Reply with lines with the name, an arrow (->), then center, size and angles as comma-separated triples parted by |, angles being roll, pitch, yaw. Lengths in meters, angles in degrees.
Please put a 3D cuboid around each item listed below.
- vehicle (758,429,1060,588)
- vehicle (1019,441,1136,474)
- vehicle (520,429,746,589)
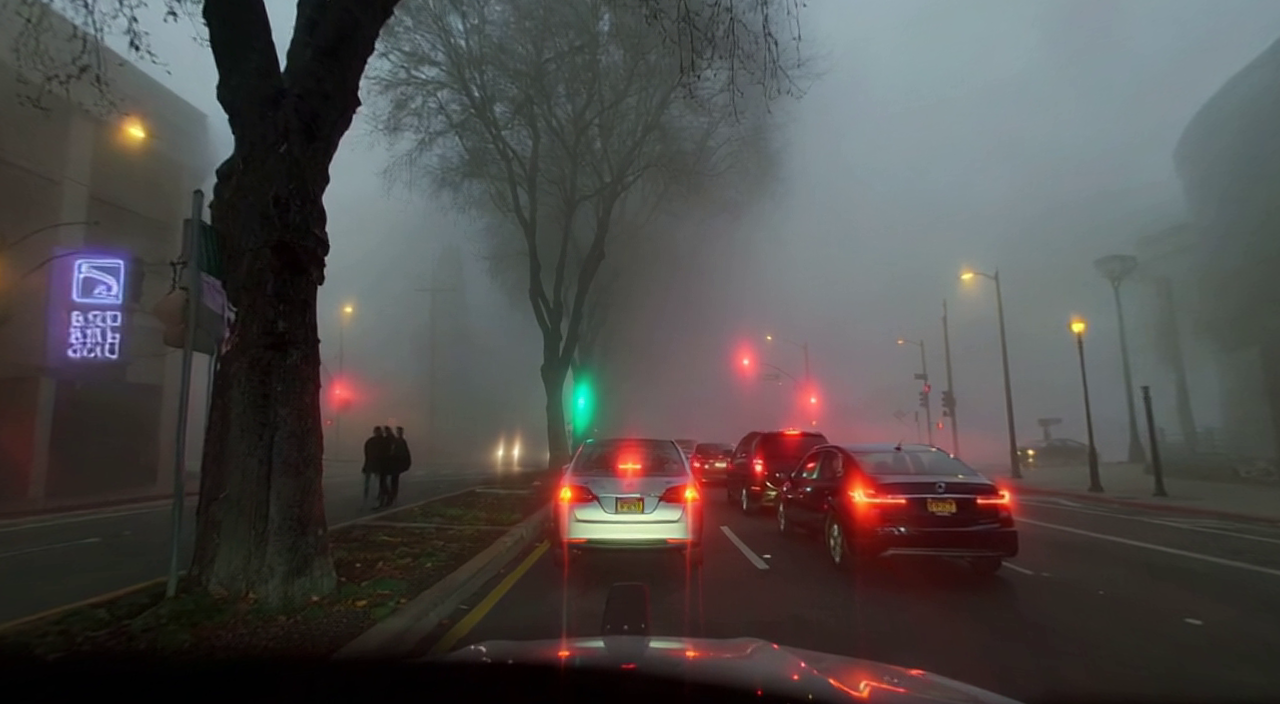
vehicle -> 2.901, 1.769, 8.024 | 1.893, 1.446, 4.270 | 0, -8, -1
vehicle -> 23.063, 5.571, 33.362 | 4.610, 1.622, 1.934 | -1, -8, 4
vehicle -> -0.100, 1.759, 7.961 | 2.087, 1.456, 4.143 | 0, -8, -1
